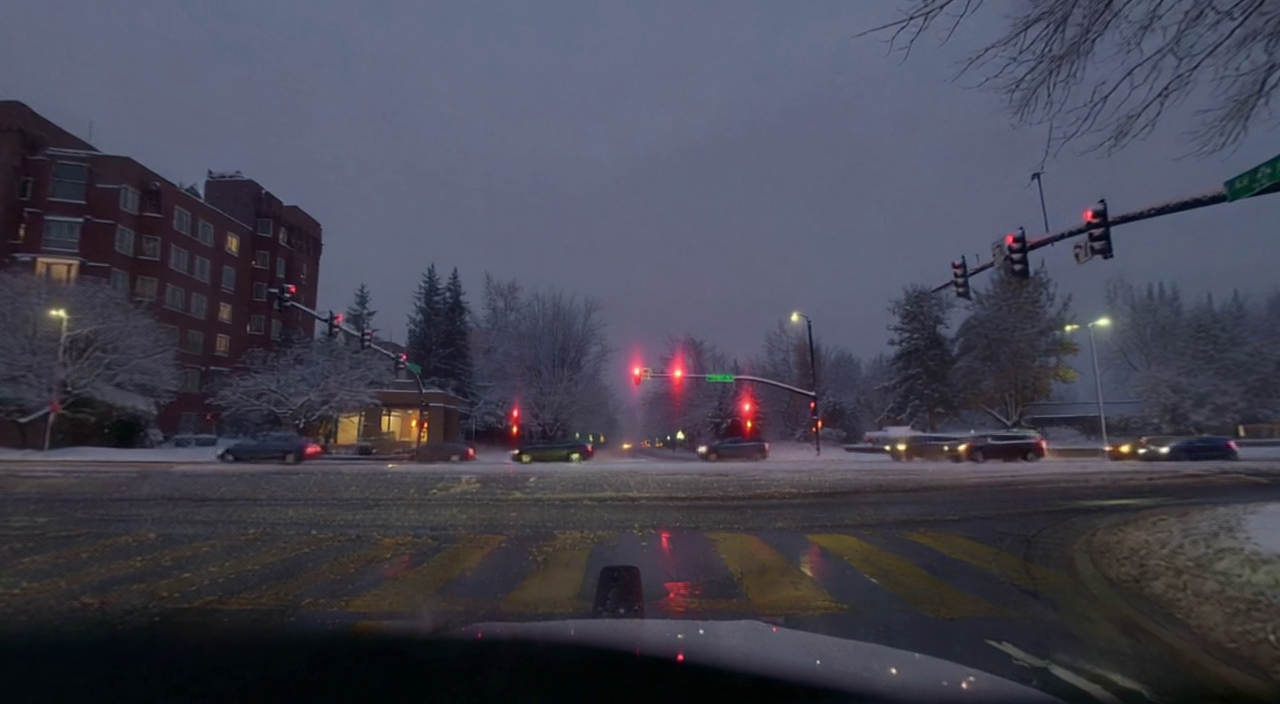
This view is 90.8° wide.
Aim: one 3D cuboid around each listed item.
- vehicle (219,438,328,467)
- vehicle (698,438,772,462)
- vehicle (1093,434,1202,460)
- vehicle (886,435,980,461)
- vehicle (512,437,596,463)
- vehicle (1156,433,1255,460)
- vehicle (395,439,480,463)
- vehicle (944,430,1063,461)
[{"bbox_3d":[-19.417,5.347,33.597,4.629,1.423,1.833,-1,-9,2],"label":"vehicle"},{"bbox_3d":[5.980,6.219,40.244,4.443,1.472,1.794,0,-9,0],"label":"vehicle"},{"bbox_3d":[29.514,5.550,36.842,4.724,1.452,1.870,0,-9,1],"label":"vehicle"},{"bbox_3d":[16.966,5.579,36.742,4.519,1.476,1.767,0,-9,0],"label":"vehicle"},{"bbox_3d":[-4.914,5.692,36.735,4.631,1.435,1.715,0,-9,0],"label":"vehicle"},{"bbox_3d":[36.134,6.056,40.442,4.488,1.667,1.869,0,-9,0],"label":"vehicle"},{"bbox_3d":[-12.851,6.321,40.230,4.759,1.445,1.865,0,-9,0],"label":"vehicle"},{"bbox_3d":[22.861,5.906,39.868,6.133,1.833,2.155,0,-9,-1],"label":"vehicle"}]
